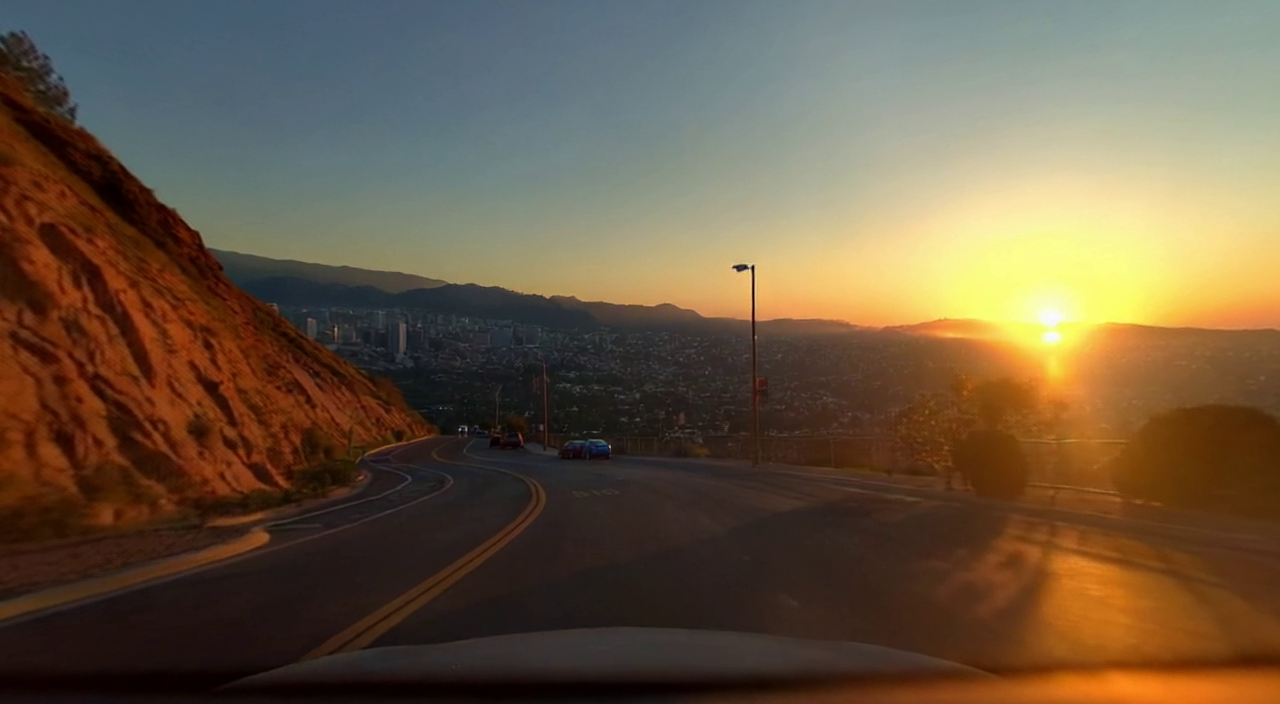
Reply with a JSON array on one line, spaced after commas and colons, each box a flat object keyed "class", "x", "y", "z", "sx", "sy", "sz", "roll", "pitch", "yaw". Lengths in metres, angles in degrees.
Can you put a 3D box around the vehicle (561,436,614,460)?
[{"class": "vehicle", "x": -3.849, "y": 7.136, "z": 47.144, "sx": 2.064, "sy": 1.667, "sz": 4.453, "roll": -4, "pitch": -9, "yaw": 23}]
